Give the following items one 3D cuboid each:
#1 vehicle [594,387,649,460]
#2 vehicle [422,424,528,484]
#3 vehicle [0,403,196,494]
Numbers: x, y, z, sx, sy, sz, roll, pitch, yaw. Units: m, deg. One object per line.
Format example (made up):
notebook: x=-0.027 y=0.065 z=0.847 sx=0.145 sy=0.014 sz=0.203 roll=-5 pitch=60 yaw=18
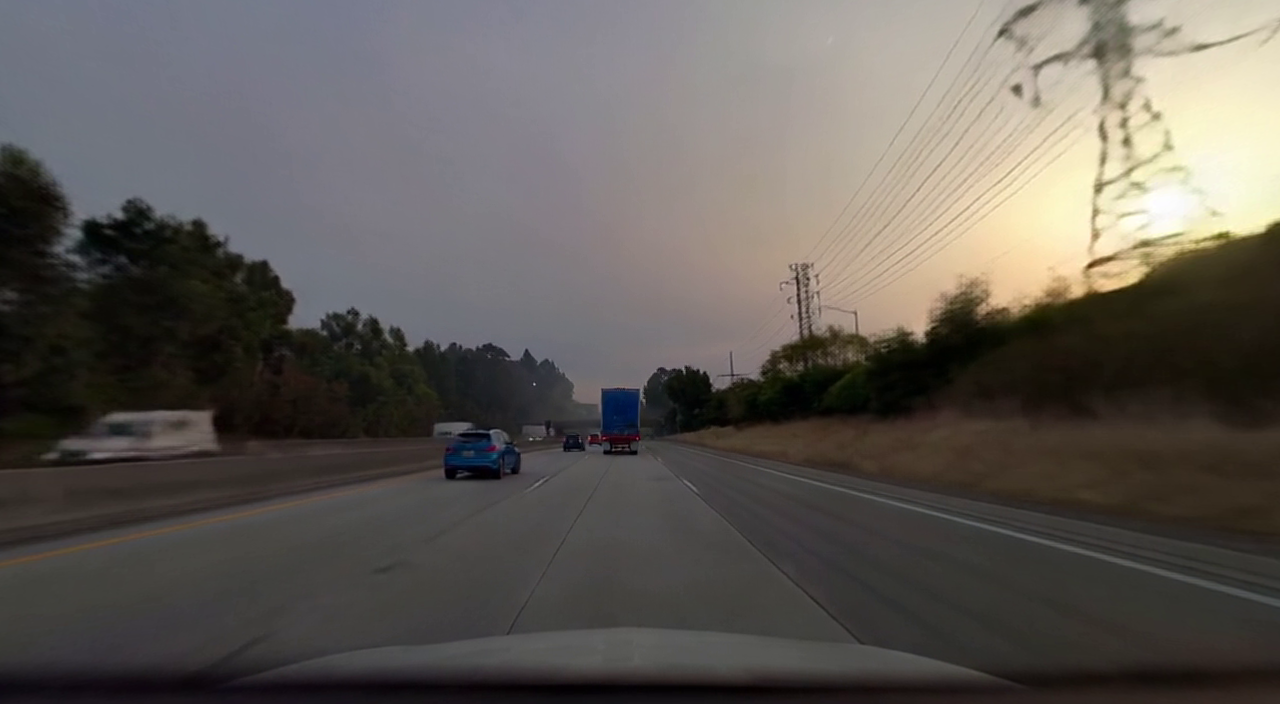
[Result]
vehicle: x=-1.119 y=4.458 z=38.438 sx=2.955 sy=3.851 sz=9.915 roll=0 pitch=-8 yaw=-2
vehicle: x=-4.936 y=3.107 z=19.567 sx=2.117 sy=1.618 sz=4.480 roll=0 pitch=-8 yaw=-1
vehicle: x=-16.935 y=2.872 z=19.228 sx=2.335 sy=2.329 sz=6.075 roll=0 pitch=-8 yaw=0
